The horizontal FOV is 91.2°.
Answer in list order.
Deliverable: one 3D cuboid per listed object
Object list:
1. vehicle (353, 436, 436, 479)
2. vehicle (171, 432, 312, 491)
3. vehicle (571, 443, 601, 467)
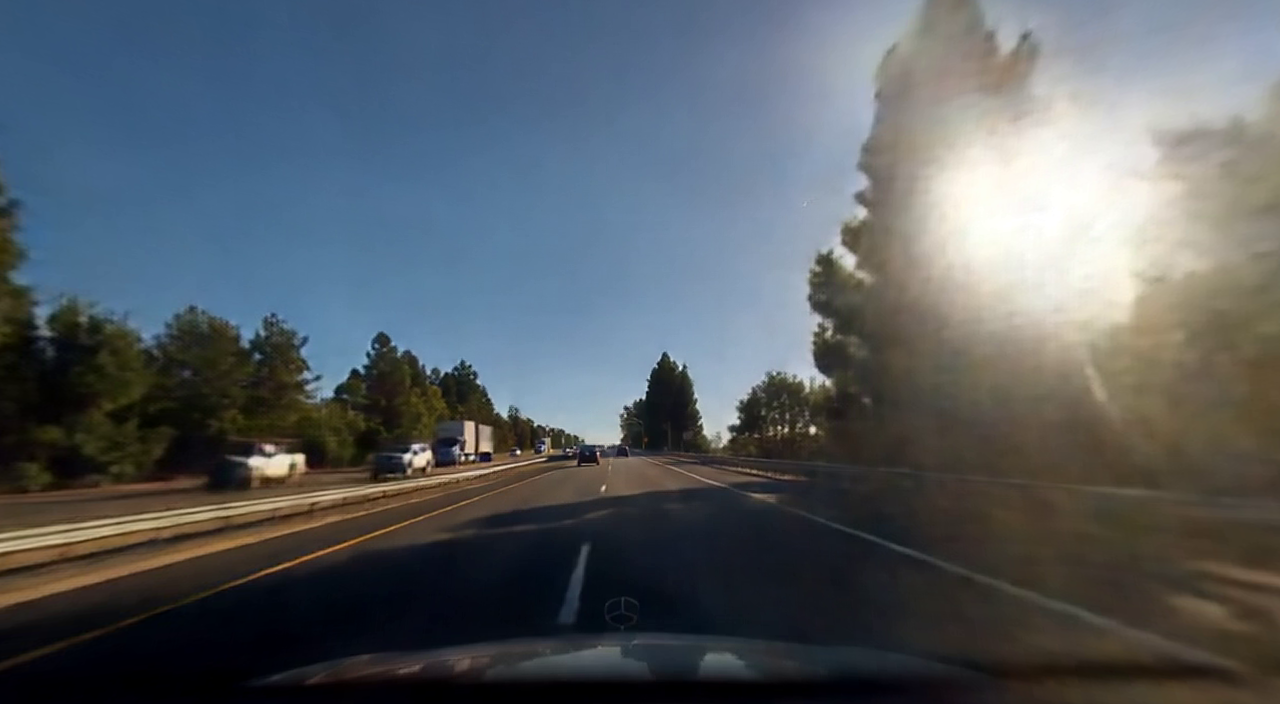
[{"bbox_3d":[-11.946,5.180,30.911,2.207,1.926,4.777,0,-9,-2],"label":"vehicle"},{"bbox_3d":[-15.557,4.293,24.930,2.209,2.067,5.308,0,-9,-2],"label":"vehicle"},{"bbox_3d":[-3.959,7.655,46.589,2.098,1.692,4.038,0,-9,-2],"label":"vehicle"}]
